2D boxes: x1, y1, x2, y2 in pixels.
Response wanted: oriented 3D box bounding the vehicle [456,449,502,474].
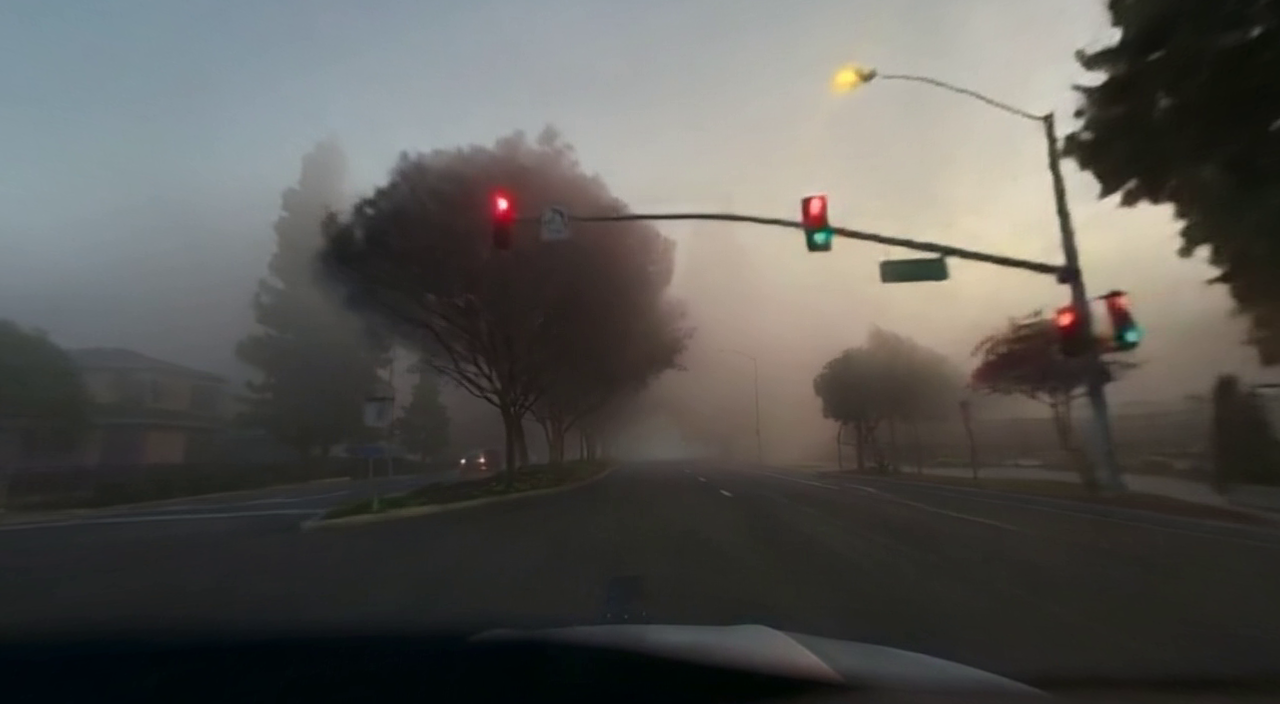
[{"bbox_3d":[-11.880,8.123,46.966,2.010,1.733,4.868,0,-9,2],"label":"vehicle"}]
